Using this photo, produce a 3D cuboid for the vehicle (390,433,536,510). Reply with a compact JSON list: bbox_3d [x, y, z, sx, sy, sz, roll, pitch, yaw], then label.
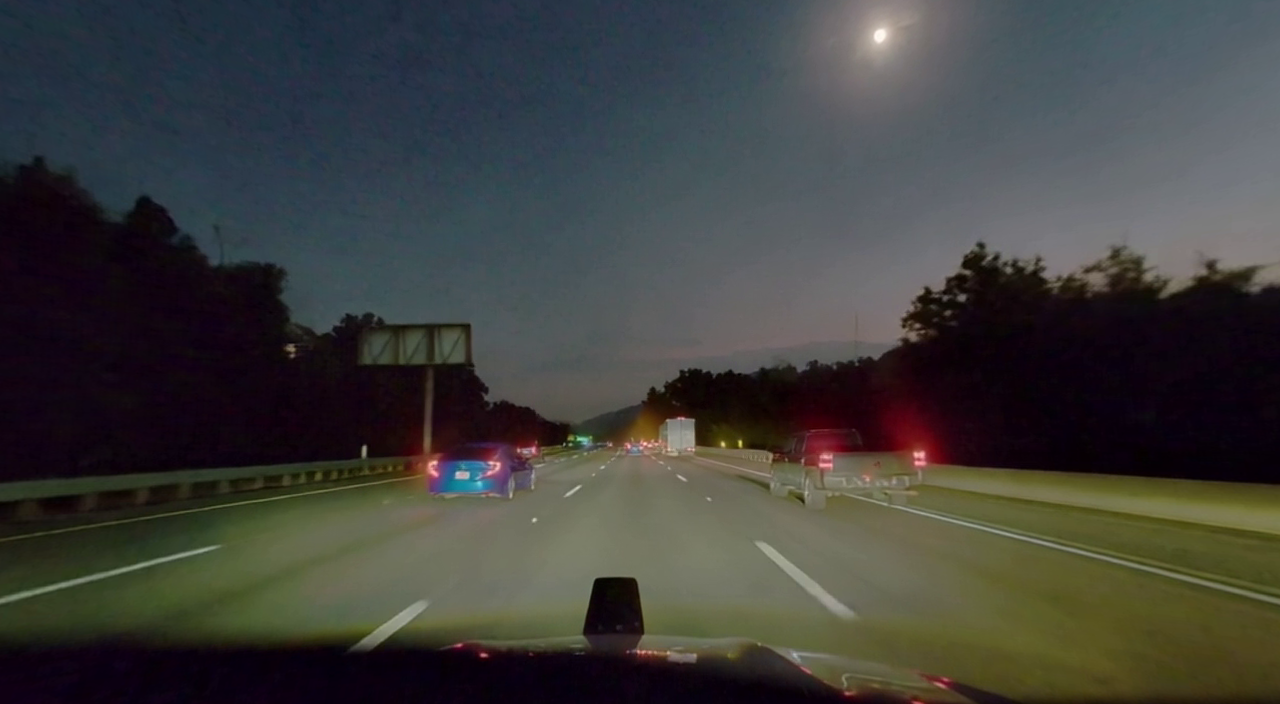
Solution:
[{"bbox_3d":[-3.837,2.672,14.609,2.090,1.487,4.276,-1,-8,1],"label":"vehicle"}]
